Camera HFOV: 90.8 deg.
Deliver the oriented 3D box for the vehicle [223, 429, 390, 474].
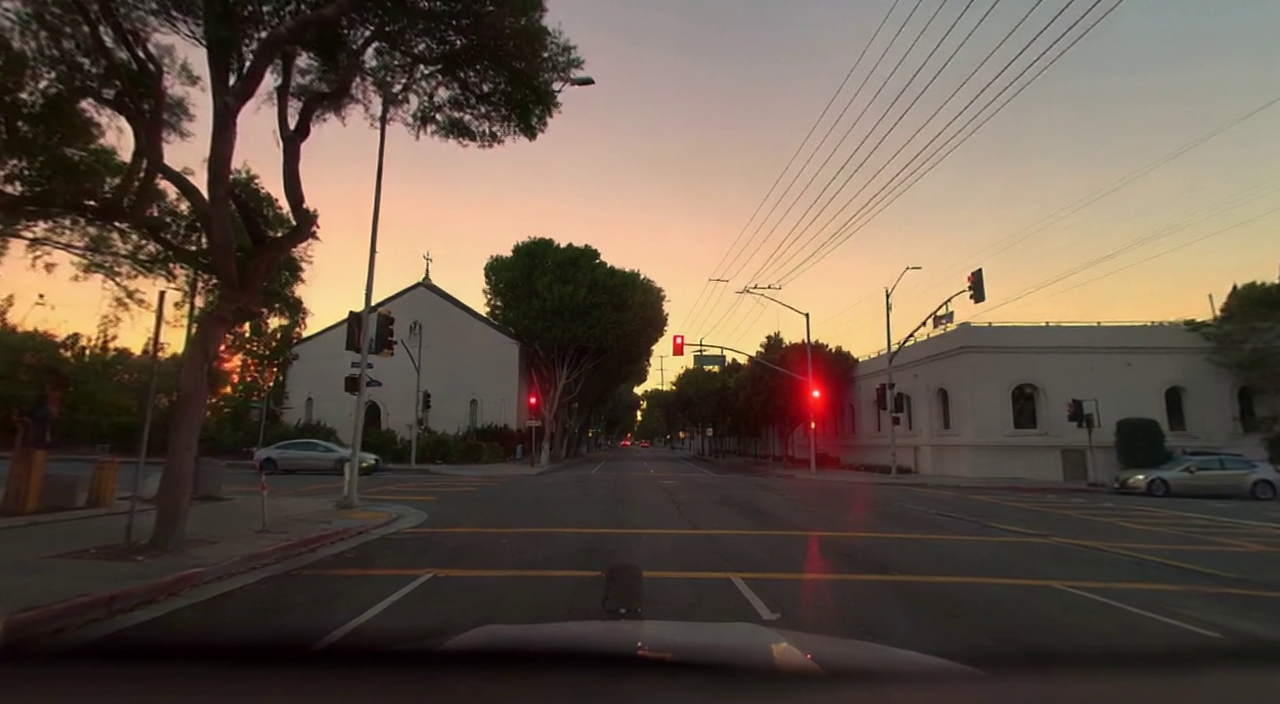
[{"bbox_3d":[-11.564,3.474,22.129,4.718,1.497,2.032,0,-9,4],"label":"vehicle"}]
